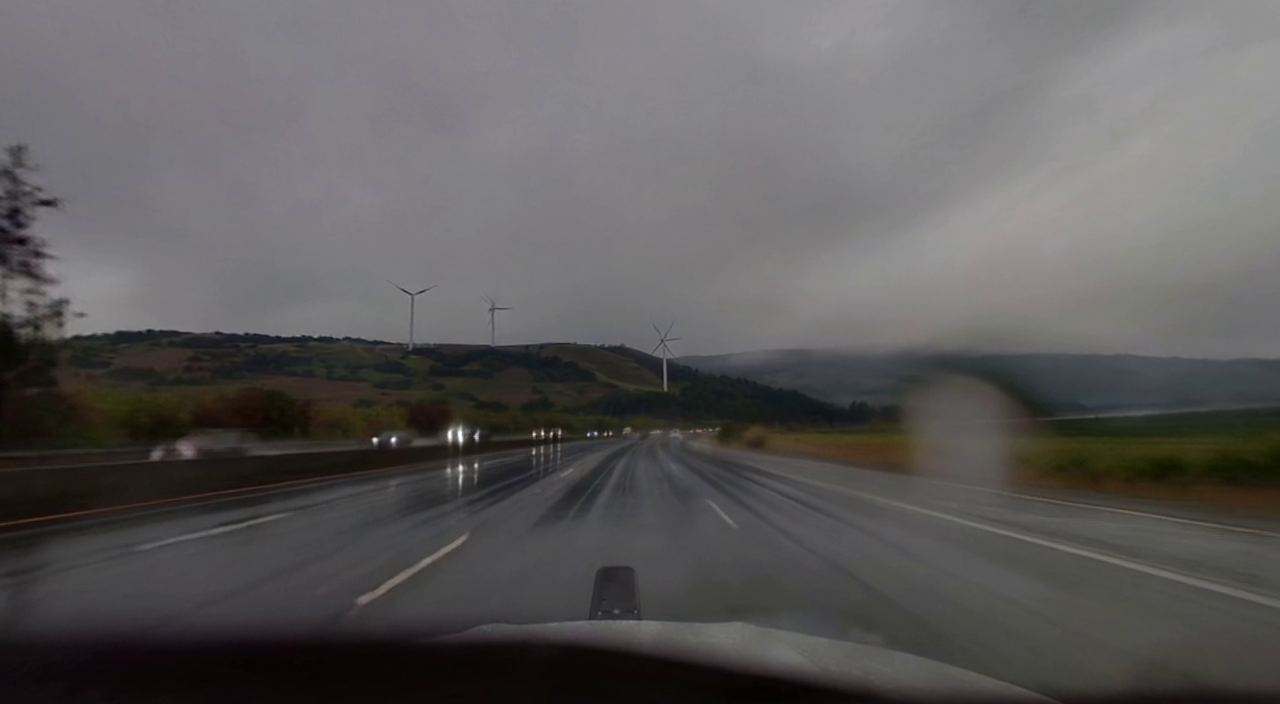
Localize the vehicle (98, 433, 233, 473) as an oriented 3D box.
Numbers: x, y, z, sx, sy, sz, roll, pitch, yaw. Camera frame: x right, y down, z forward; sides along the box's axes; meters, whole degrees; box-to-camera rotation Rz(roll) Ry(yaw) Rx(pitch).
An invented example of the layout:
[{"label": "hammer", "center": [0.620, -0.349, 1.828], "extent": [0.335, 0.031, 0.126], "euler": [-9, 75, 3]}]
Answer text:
[{"label": "vehicle", "center": [-19.825, 4.197, 26.649], "extent": [2.013, 1.505, 4.712], "euler": [0, -8, 0]}]
